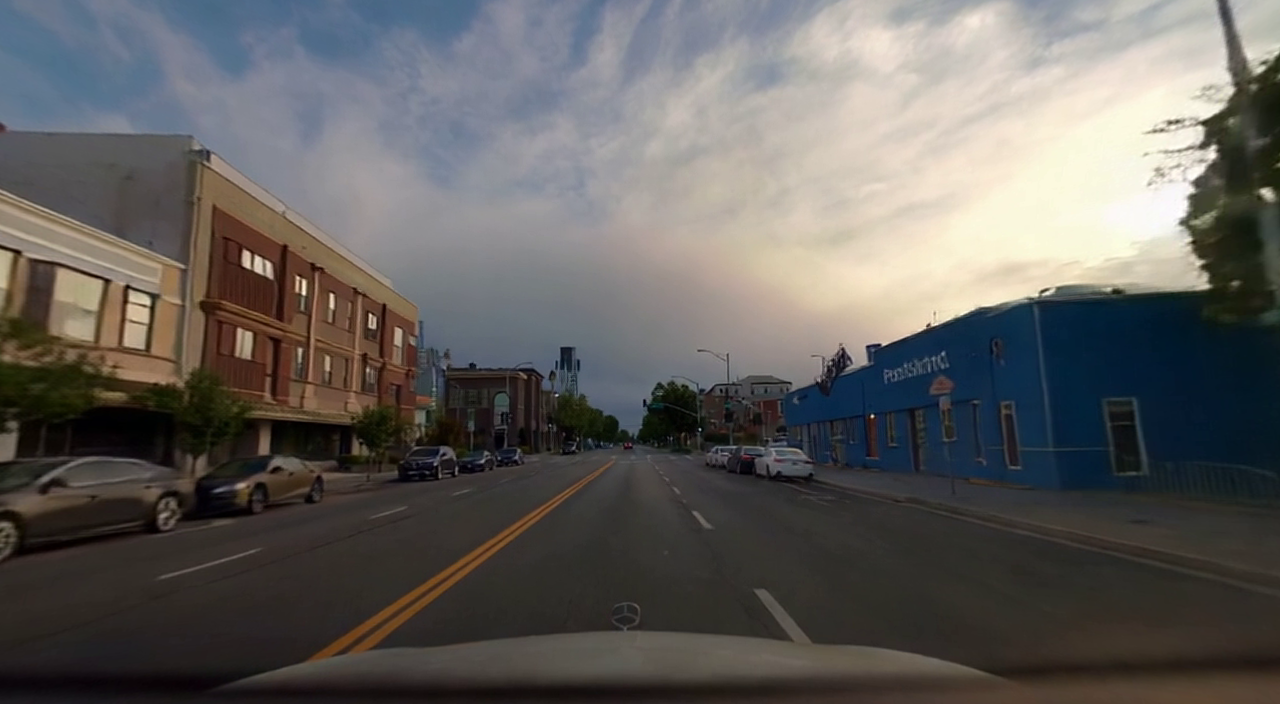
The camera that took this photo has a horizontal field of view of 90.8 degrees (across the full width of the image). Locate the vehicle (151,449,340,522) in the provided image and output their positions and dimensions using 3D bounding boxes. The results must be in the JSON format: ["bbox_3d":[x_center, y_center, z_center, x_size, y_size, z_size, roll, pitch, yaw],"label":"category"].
[{"bbox_3d":[-9.638,3.249,16.020,2.021,1.482,4.601,0,-8,-3],"label":"vehicle"}]

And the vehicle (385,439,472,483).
[{"bbox_3d":[-9.978,5.140,30.359,2.228,1.863,5.407,0,-8,1],"label":"vehicle"}]

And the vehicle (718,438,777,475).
[{"bbox_3d":[5.643,5.533,33.945,2.227,1.811,5.172,0,-8,-1],"label":"vehicle"}]

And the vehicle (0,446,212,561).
[{"bbox_3d":[-10.048,2.400,10.614,1.995,1.564,5.321,0,-8,0],"label":"vehicle"}]

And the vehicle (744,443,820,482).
[{"bbox_3d":[6.053,4.741,27.565,2.038,1.482,4.994,0,-8,-2],"label":"vehicle"}]
